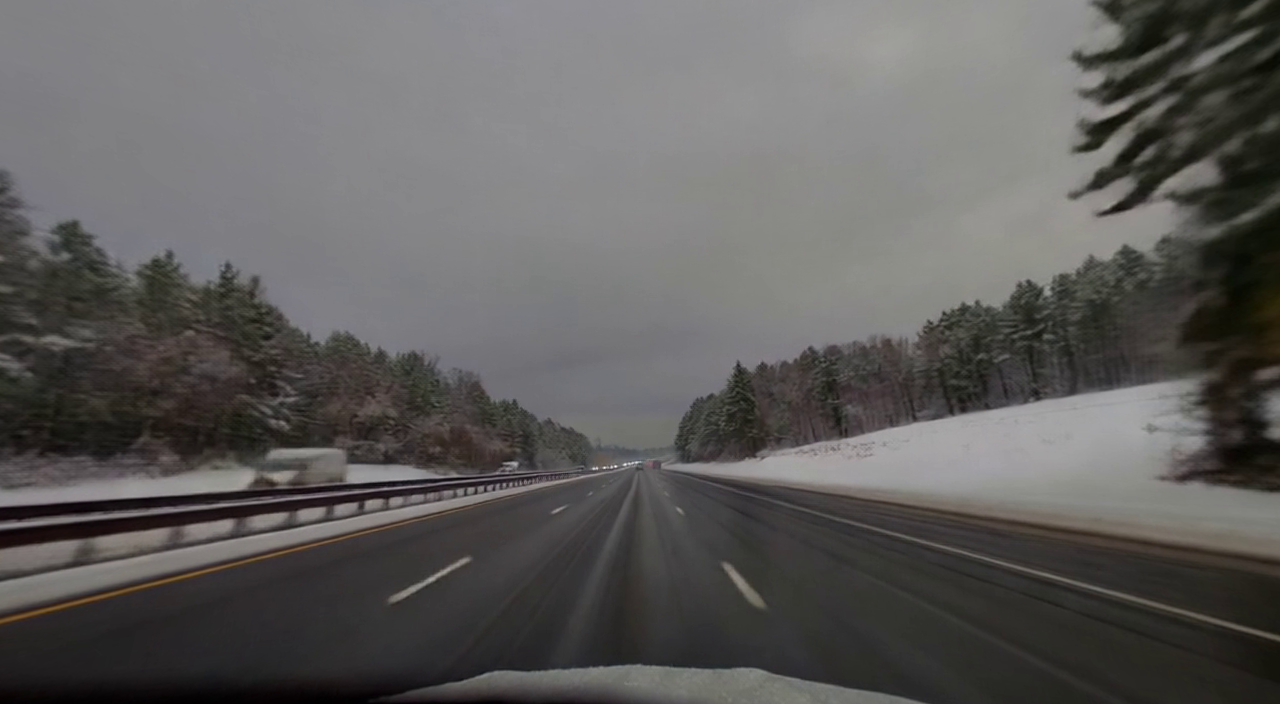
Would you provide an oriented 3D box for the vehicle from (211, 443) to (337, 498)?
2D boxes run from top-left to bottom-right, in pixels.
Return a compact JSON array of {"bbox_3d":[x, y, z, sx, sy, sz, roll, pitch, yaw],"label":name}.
[{"bbox_3d":[-16.836,5.546,29.522,2.243,2.265,5.976,1,-10,0],"label":"vehicle"}]
